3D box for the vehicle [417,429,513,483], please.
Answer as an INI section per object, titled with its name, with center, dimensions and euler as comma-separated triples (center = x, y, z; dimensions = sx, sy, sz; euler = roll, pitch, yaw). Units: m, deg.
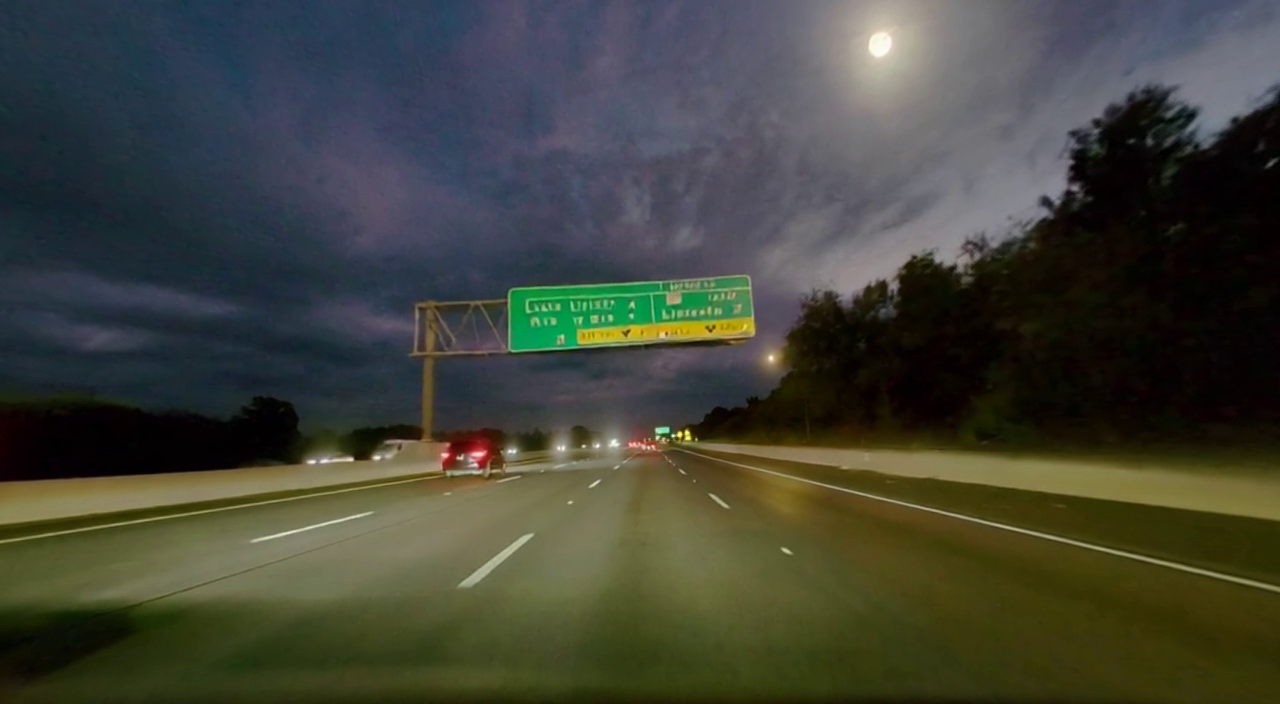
[vehicle]
center = -6.865, 4.152, 25.482
dimensions = 2.260, 1.917, 5.499
euler = 0, -9, 0
